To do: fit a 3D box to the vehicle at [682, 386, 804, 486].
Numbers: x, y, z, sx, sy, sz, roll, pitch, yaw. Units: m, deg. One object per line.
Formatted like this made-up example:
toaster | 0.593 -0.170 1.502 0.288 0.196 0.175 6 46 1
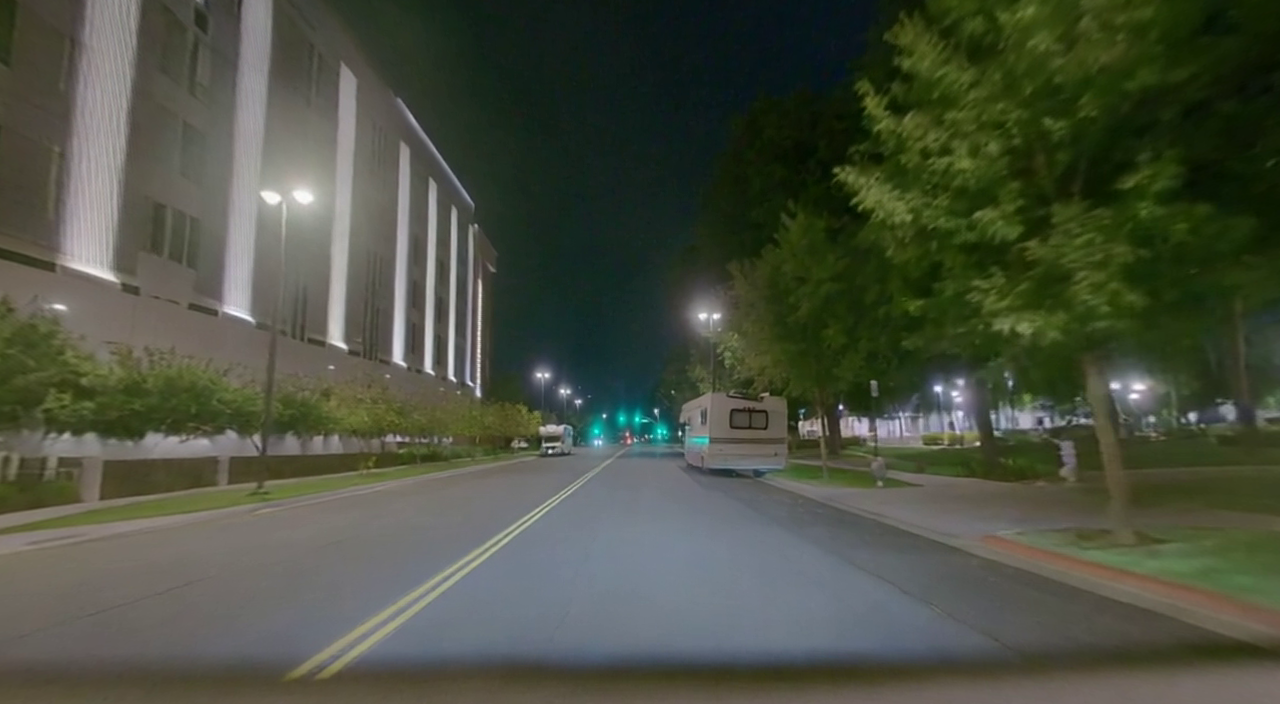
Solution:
vehicle | 3.611 3.222 24.567 3.074 3.099 8.805 1 -7 -1
